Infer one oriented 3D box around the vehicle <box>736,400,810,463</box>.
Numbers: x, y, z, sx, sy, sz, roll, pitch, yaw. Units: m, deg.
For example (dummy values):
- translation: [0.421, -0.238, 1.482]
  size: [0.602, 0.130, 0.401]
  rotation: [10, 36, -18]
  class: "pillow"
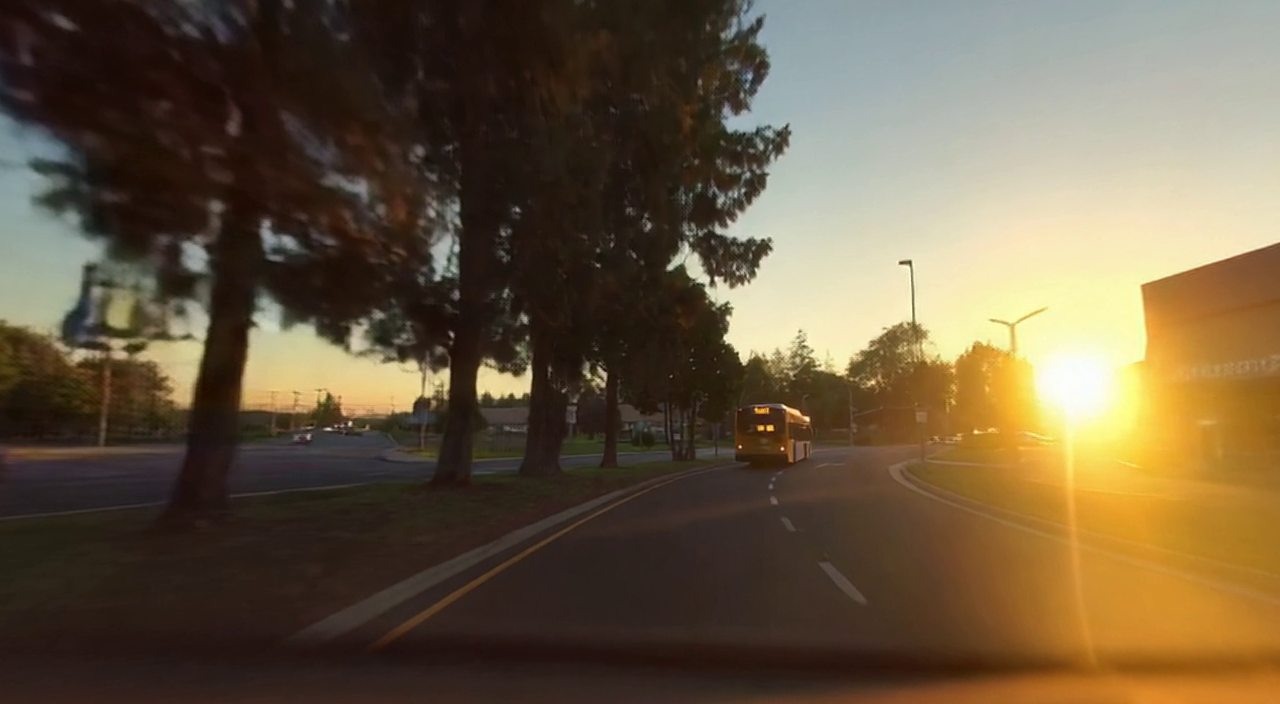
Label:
- translation: [8.696, 5.163, 39.951]
  size: [3.031, 3.429, 11.005]
  rotation: [-3, -9, 19]
  class: "vehicle"
